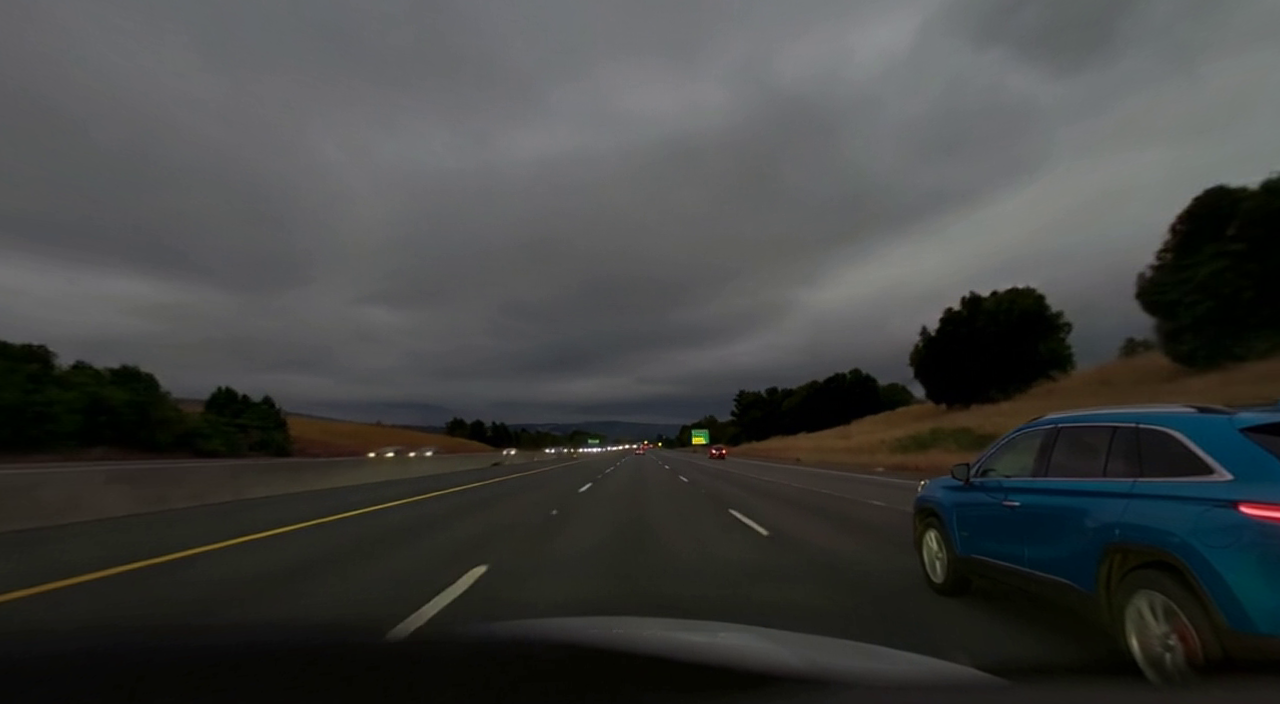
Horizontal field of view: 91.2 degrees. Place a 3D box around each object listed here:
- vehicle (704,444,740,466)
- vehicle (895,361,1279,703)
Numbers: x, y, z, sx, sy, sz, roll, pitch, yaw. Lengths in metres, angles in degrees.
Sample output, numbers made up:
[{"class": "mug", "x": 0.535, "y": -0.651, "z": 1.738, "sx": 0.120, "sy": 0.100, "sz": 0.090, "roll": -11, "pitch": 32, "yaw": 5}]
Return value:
[{"class": "vehicle", "x": 6.422, "y": 8.149, "z": 49.570, "sx": 2.006, "sy": 1.652, "sz": 4.417, "roll": 0, "pitch": -9, "yaw": -3}, {"class": "vehicle", "x": 3.491, "y": 1.156, "z": 4.163, "sx": 1.784, "sy": 1.733, "sz": 4.141, "roll": 0, "pitch": -9, "yaw": -1}]
